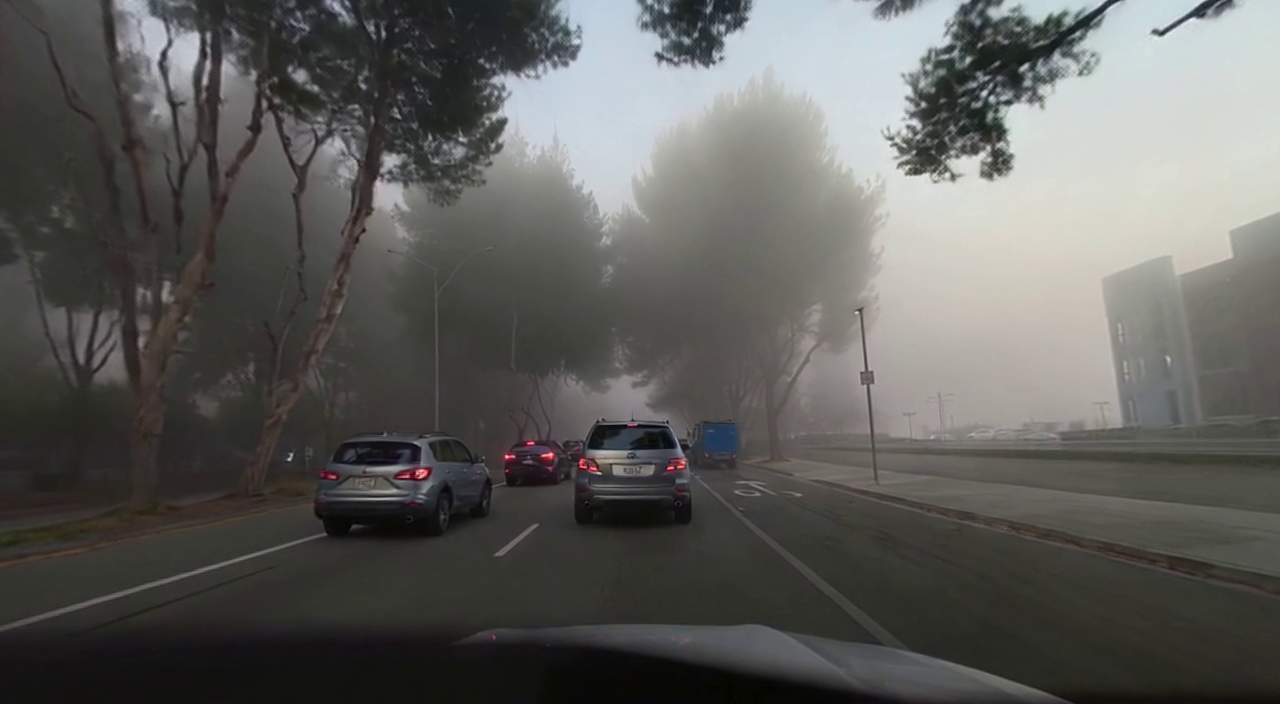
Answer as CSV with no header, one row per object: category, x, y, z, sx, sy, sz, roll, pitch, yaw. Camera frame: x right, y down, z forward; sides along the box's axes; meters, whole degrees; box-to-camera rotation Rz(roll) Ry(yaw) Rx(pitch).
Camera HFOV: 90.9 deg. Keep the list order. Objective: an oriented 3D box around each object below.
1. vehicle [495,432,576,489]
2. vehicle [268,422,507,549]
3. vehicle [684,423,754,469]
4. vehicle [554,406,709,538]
vehicle,-3.245,3.461,20.351,1.894,1.642,3.861,0,-8,1
vehicle,-3.740,2.058,10.487,1.959,1.614,4.676,0,-8,1
vehicle,3.796,4.727,31.603,2.655,2.054,6.098,0,-8,0
vehicle,-0.089,1.916,10.562,2.075,1.770,4.018,0,-8,1
